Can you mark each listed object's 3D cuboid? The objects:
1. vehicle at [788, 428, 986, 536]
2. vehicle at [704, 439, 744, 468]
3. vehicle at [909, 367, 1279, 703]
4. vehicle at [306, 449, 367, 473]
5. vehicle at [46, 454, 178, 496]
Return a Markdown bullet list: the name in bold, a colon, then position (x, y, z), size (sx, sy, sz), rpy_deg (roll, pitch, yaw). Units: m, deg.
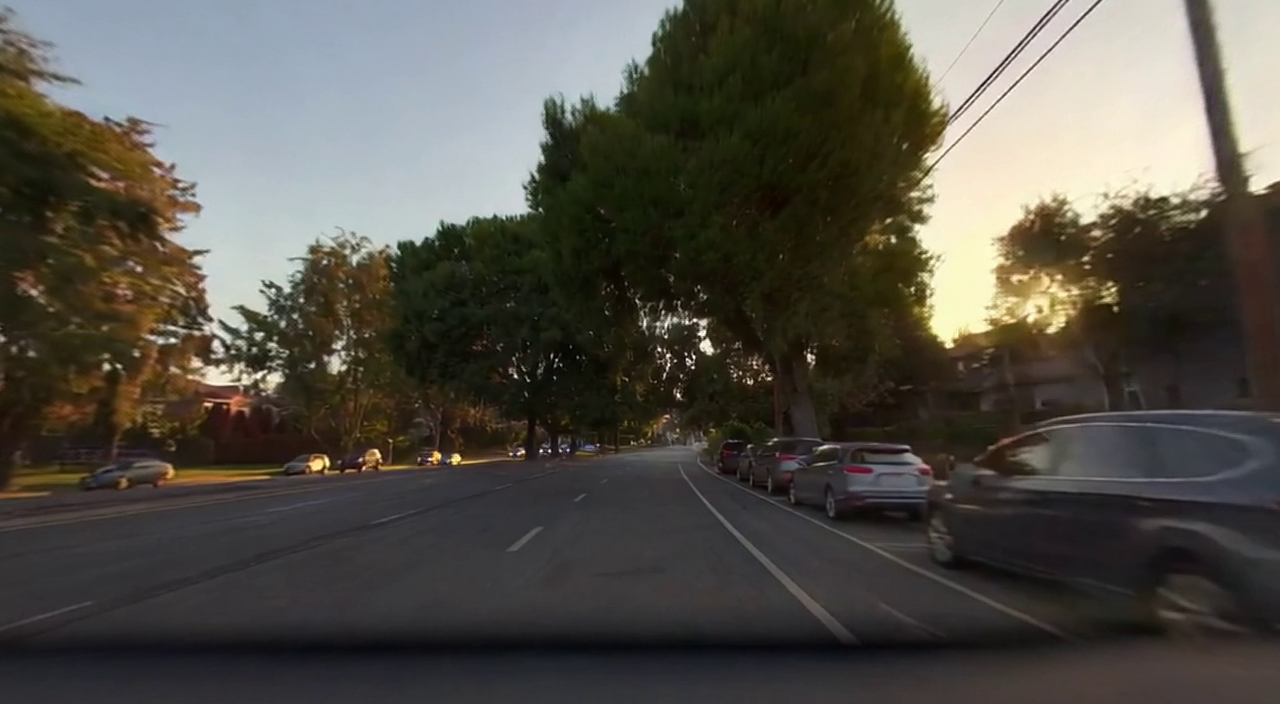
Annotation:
- **vehicle**: position (4.164, 2.255, 11.549), size (1.823, 1.576, 4.323), rpy_deg (0, -9, -1)
- **vehicle**: position (5.024, 6.149, 38.316), size (1.991, 1.635, 4.323), rpy_deg (-1, -9, 3)
- **vehicle**: position (4.186, 1.234, 5.072), size (1.978, 1.744, 4.332), rpy_deg (0, -9, -2)
- **vehicle**: position (-22.835, 8.185, 47.742), size (1.856, 1.658, 4.884), rpy_deg (-1, -9, 5)
- **vehicle**: position (-23.717, 5.520, 28.684), size (1.950, 1.466, 4.728), rpy_deg (-2, -7, 0)
